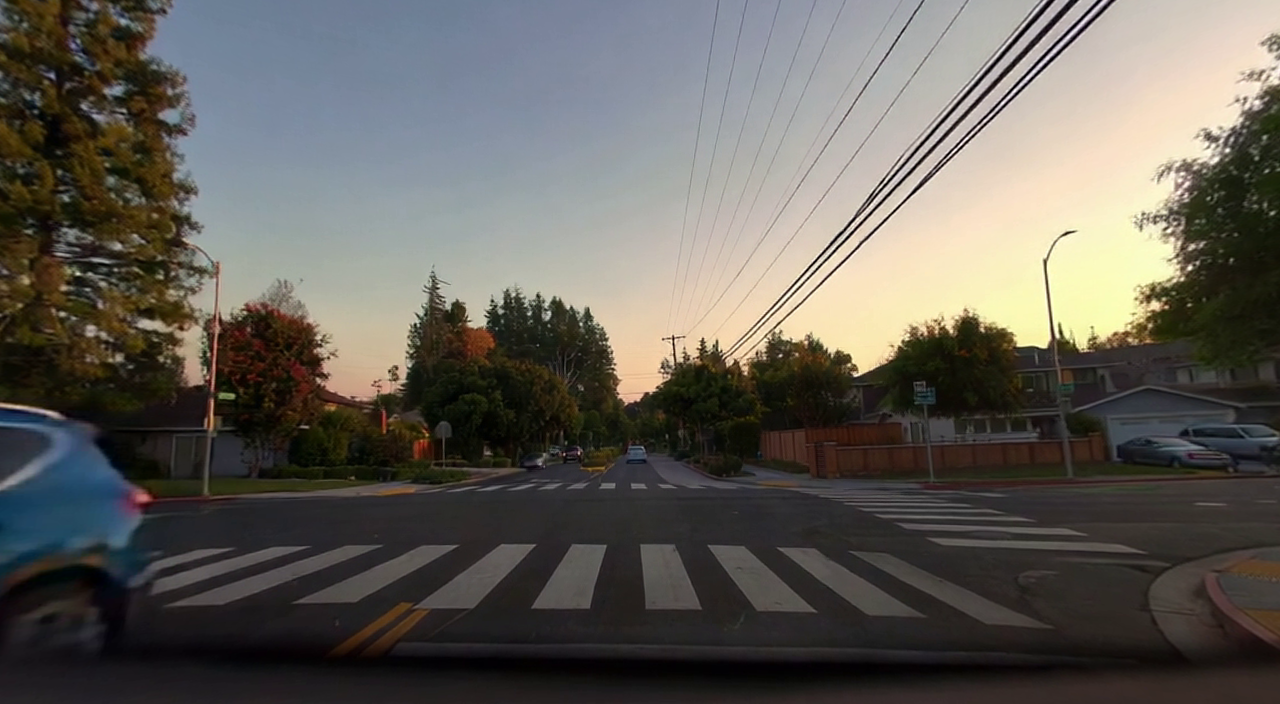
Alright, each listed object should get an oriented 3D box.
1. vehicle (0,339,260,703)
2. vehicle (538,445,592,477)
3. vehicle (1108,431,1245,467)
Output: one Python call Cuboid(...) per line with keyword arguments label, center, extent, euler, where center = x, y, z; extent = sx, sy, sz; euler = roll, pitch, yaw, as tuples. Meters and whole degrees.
Cuboid(label="vehicle", center=(-3.660, 0.752, 1.854), extent=(2.330, 1.768, 4.553), euler=(0, -8, -2))
Cuboid(label="vehicle", center=(-3.605, 5.327, 31.166), extent=(2.102, 1.463, 4.024), euler=(0, -9, 1))
Cuboid(label="vehicle", center=(23.427, 4.274, 27.876), extent=(1.841, 1.448, 4.688), euler=(0, -8, -1))
